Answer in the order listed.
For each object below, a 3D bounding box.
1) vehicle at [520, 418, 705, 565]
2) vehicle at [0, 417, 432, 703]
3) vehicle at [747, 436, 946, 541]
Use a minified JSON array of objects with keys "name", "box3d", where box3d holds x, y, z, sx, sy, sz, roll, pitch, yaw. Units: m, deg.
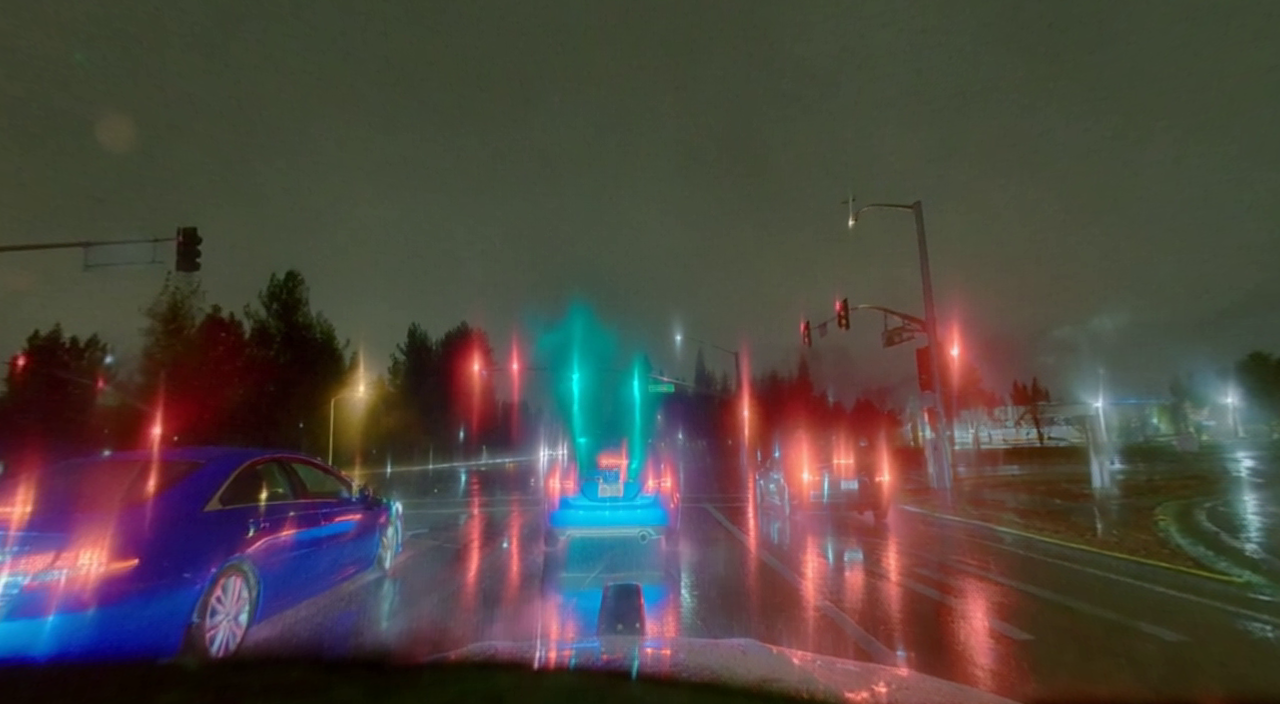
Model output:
[{"name":"vehicle","box3d":[-0.339,1.829,8.967,2.038,1.599,3.844,0,-8,-1]},{"name":"vehicle","box3d":[-3.573,1.398,5.419,2.052,1.472,4.479,0,-8,0]},{"name":"vehicle","box3d":[3.291,2.258,11.170,1.970,1.449,4.433,0,-8,-1]}]
